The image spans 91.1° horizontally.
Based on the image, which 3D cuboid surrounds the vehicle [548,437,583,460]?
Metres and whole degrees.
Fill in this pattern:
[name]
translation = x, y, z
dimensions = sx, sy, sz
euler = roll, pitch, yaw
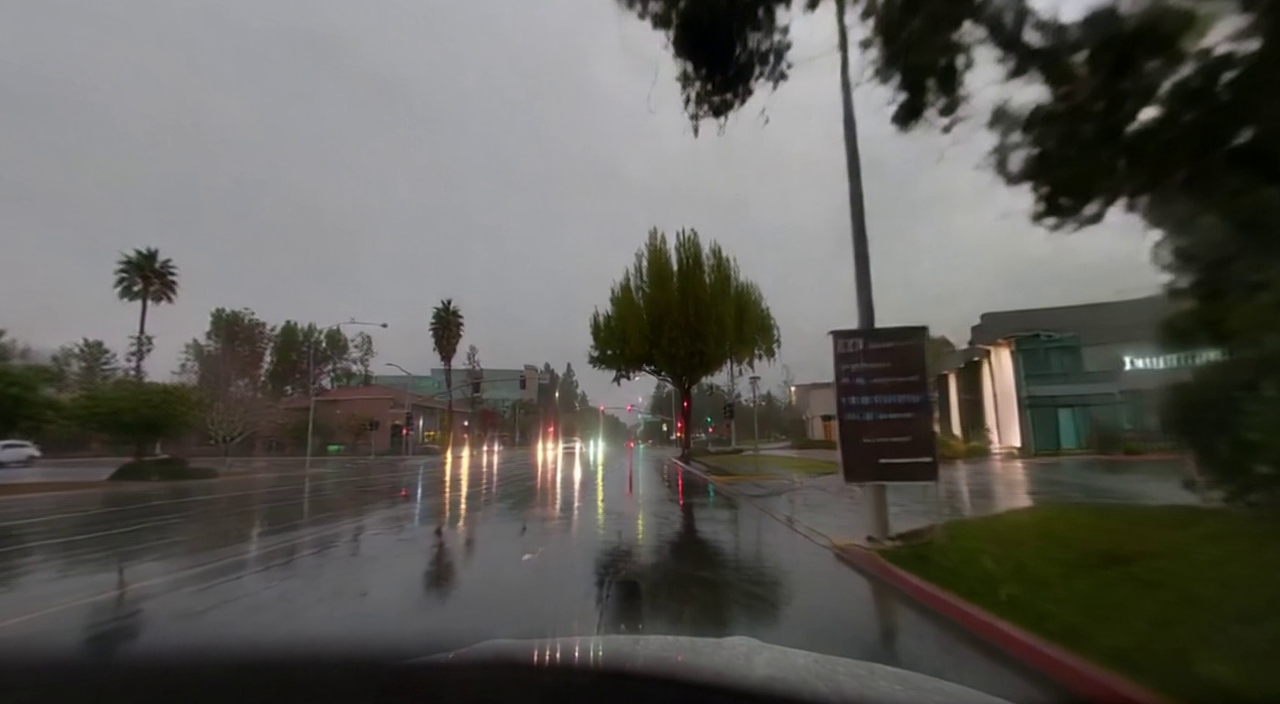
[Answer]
[vehicle]
translation = -5.888, 7.649, 49.964
dimensions = 2.121, 1.731, 4.707
euler = 0, -8, 1
